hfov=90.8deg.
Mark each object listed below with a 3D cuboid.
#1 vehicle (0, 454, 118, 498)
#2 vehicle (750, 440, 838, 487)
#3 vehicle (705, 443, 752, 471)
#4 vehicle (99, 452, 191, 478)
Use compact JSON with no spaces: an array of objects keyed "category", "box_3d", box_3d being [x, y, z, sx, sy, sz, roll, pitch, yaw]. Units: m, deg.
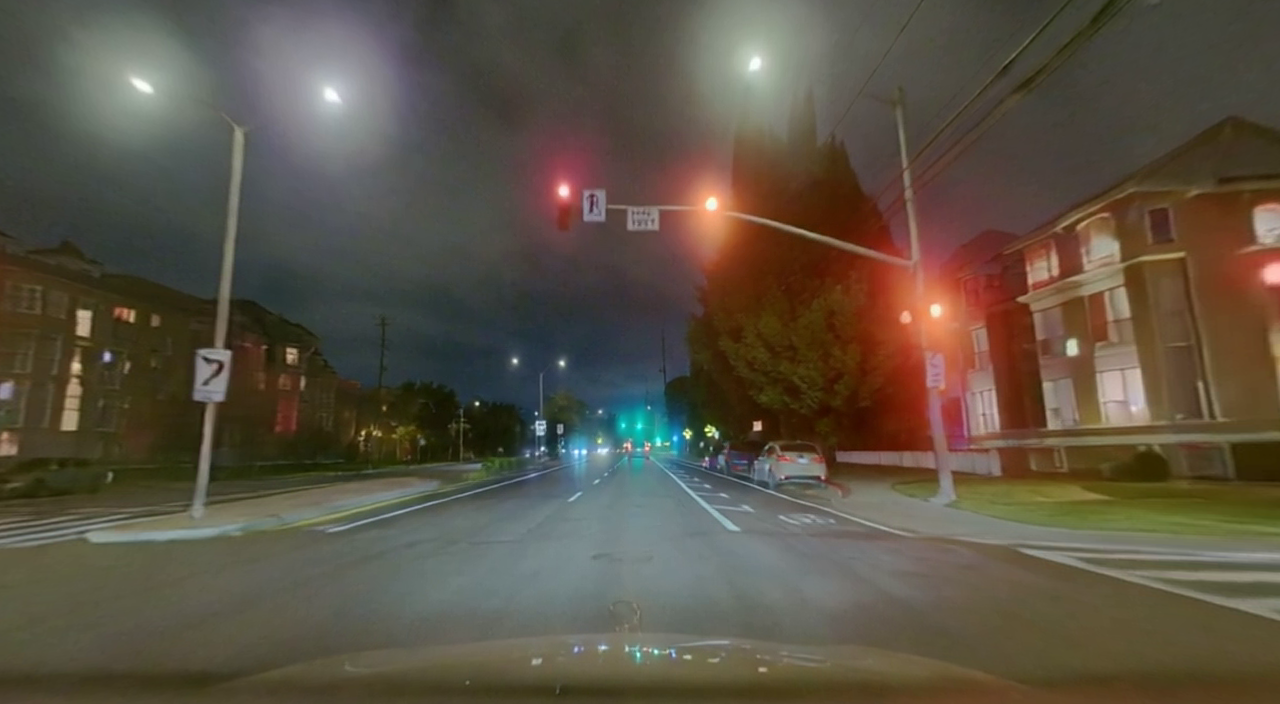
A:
[{"category":"vehicle","box_3d":[-25.819,5.348,27.676,1.912,1.681,4.625,0,-9,-1]},{"category":"vehicle","box_3d":[5.697,4.172,24.055,2.066,1.552,4.799,0,-8,-1]},{"category":"vehicle","box_3d":[5.496,6.567,39.919,2.131,1.604,5.543,0,-8,0]},{"category":"vehicle","box_3d":[-37.915,8.653,48.456,4.982,1.915,2.401,0,-8,0]}]
